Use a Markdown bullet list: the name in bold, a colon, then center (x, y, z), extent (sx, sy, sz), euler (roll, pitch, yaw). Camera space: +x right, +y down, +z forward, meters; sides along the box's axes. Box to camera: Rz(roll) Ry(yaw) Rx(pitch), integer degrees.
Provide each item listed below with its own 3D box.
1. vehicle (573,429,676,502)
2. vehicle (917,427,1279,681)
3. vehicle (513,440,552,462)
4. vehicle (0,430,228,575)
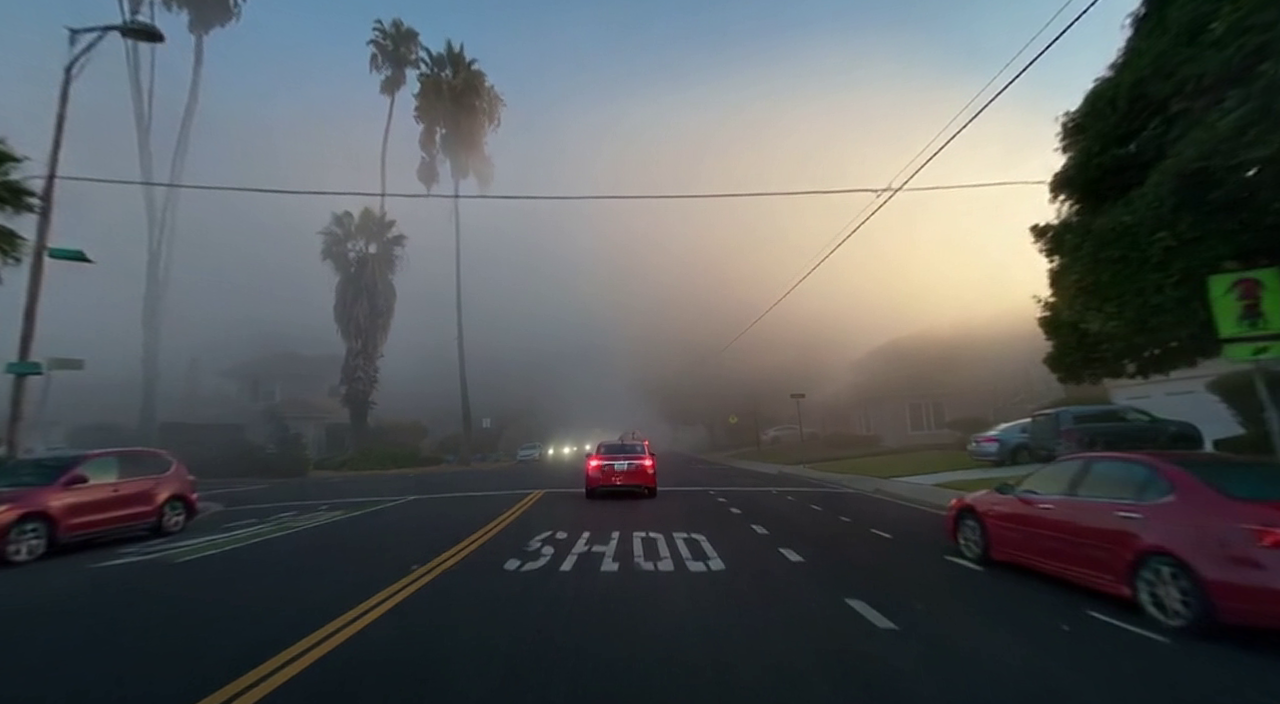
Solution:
- **vehicle**: center (-0.369, 2.630, 15.008), extent (2.098, 1.483, 4.099), euler (0, -9, -2)
- **vehicle**: center (4.809, 1.532, 5.923), extent (2.013, 1.501, 5.235), euler (0, -9, -1)
- **vehicle**: center (-8.287, 7.670, 49.091), extent (2.069, 1.441, 4.368), euler (-3, -6, 1)
- **vehicle**: center (-8.636, 2.123, 9.725), extent (1.945, 1.666, 4.107), euler (-3, -6, -1)
